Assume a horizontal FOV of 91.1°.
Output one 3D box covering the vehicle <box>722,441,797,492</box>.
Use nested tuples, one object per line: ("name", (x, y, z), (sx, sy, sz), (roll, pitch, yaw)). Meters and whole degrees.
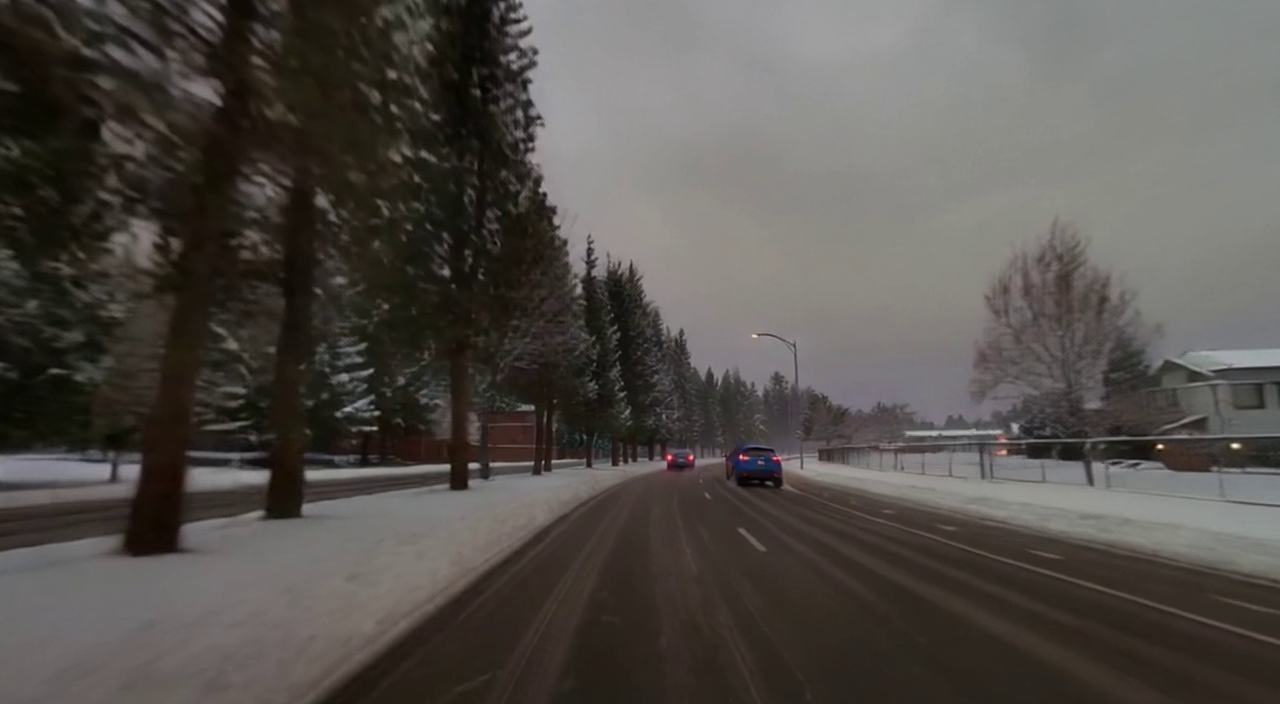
("vehicle", (4.225, 4.091, 22.829), (1.971, 1.663, 4.287), (-1, -8, 2))

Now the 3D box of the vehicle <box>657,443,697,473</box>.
("vehicle", (2.447, 6.799, 40.516), (2.251, 1.822, 4.391), (-1, -8, 8))
